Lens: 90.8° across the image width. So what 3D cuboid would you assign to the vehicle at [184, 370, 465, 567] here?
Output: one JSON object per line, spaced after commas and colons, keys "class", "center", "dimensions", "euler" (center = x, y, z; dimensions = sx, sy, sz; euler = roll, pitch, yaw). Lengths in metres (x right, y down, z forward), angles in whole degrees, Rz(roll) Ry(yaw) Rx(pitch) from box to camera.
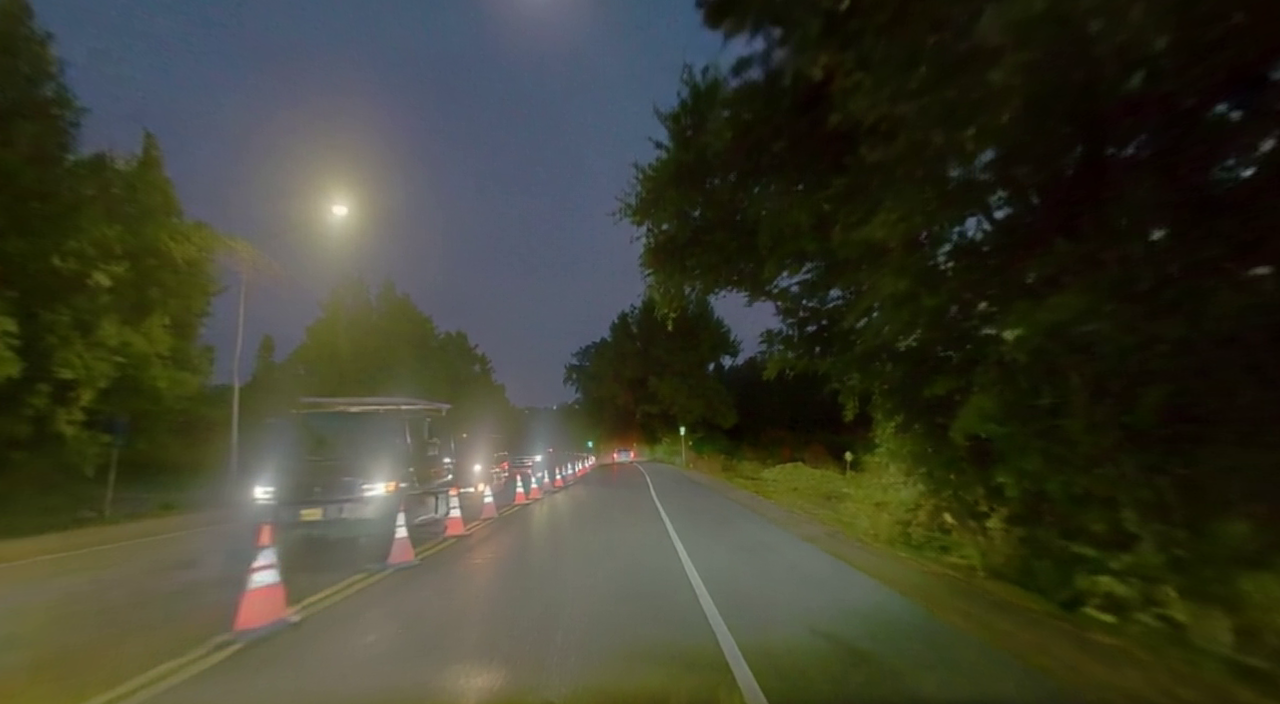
{"class": "vehicle", "center": [-4.572, 1.774, 10.126], "dimensions": [2.380, 2.488, 4.028], "euler": [0, -9, -1]}
